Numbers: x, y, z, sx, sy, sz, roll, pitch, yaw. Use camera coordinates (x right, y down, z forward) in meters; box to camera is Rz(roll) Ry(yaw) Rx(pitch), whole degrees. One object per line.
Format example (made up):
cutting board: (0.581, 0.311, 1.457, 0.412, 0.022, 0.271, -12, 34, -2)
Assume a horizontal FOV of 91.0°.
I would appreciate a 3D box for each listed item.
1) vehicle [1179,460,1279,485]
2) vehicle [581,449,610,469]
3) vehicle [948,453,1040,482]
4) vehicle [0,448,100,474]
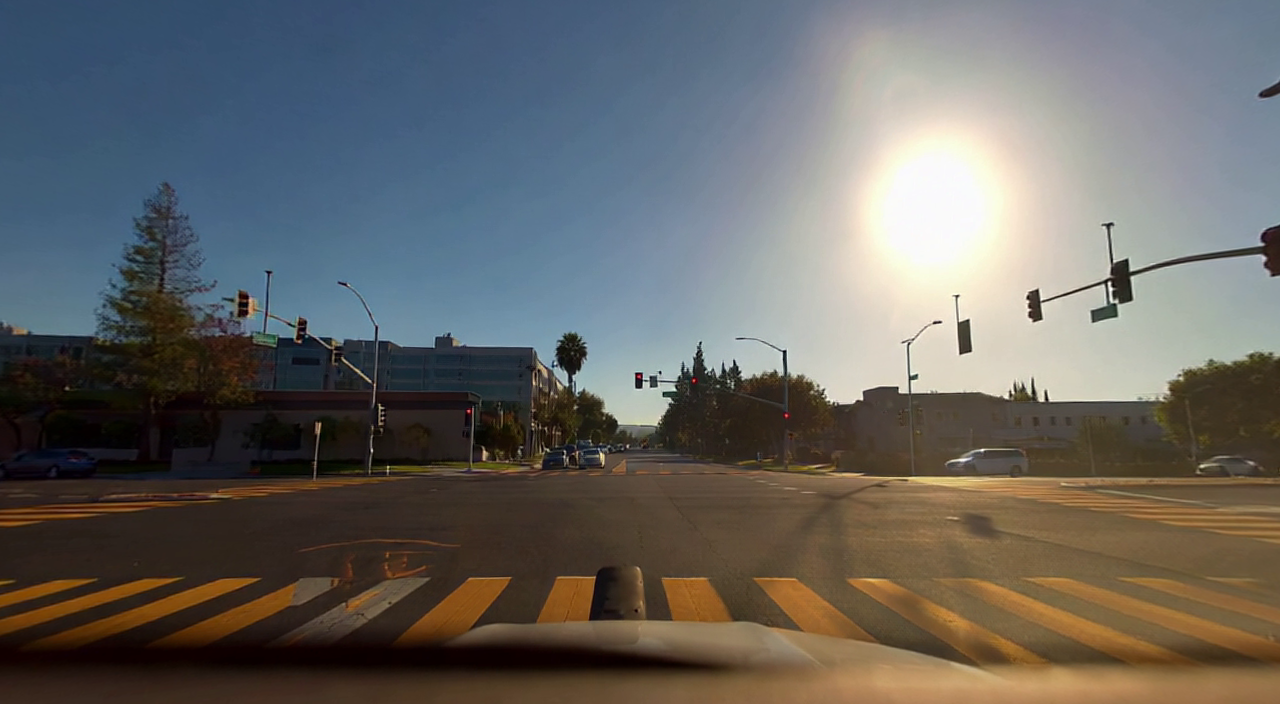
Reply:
vehicle: (36.210, 7.319, 38.313, 4.976, 1.428, 1.929, 0, -9, -2)
vehicle: (-3.455, 8.363, 49.215, 1.908, 1.441, 4.142, 0, -8, 1)
vehicle: (21.093, 6.876, 37.598, 4.447, 1.623, 1.801, 0, -9, -3)
vehicle: (-35.143, 6.421, 37.180, 4.741, 1.447, 1.807, 0, -9, 0)
